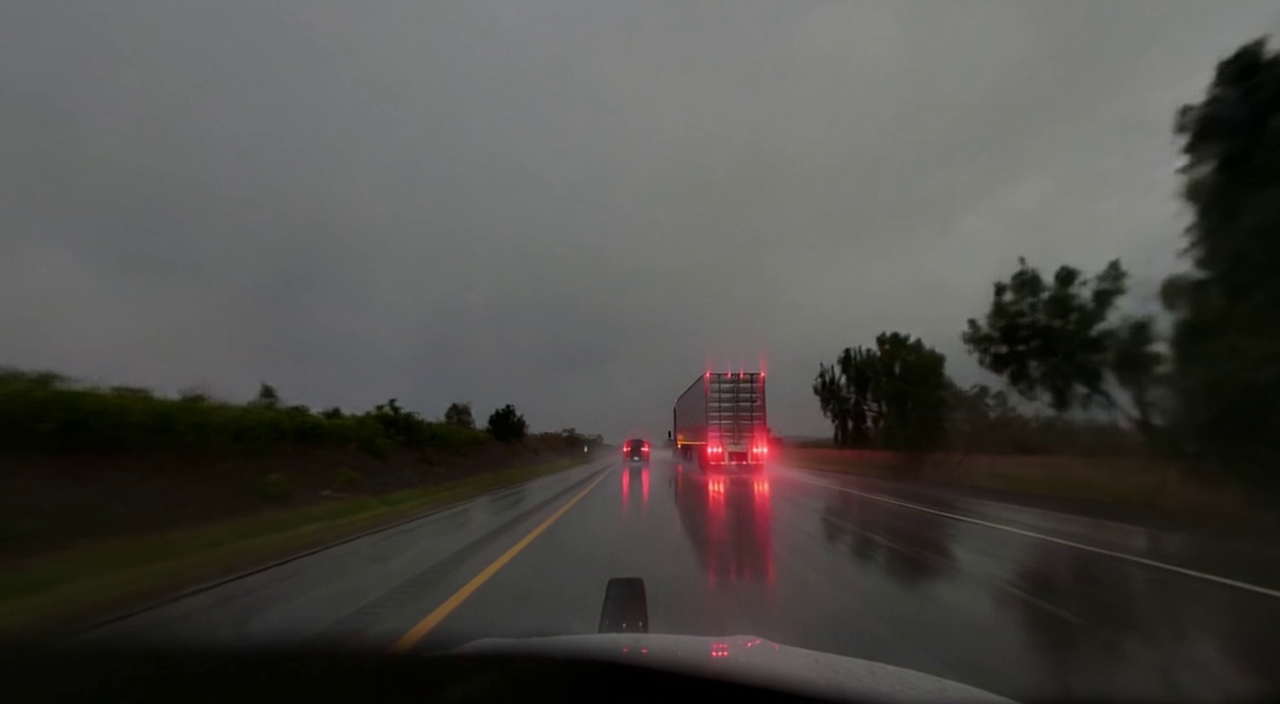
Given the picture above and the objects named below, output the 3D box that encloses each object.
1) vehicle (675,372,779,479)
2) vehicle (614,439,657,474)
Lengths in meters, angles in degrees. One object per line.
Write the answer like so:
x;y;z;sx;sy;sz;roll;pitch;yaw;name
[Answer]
3.863;4.063;32.839;2.929;4.158;15.921;0;-9;-1;vehicle
-0.221;5.038;30.610;1.968;1.515;4.025;0;-8;0;vehicle
